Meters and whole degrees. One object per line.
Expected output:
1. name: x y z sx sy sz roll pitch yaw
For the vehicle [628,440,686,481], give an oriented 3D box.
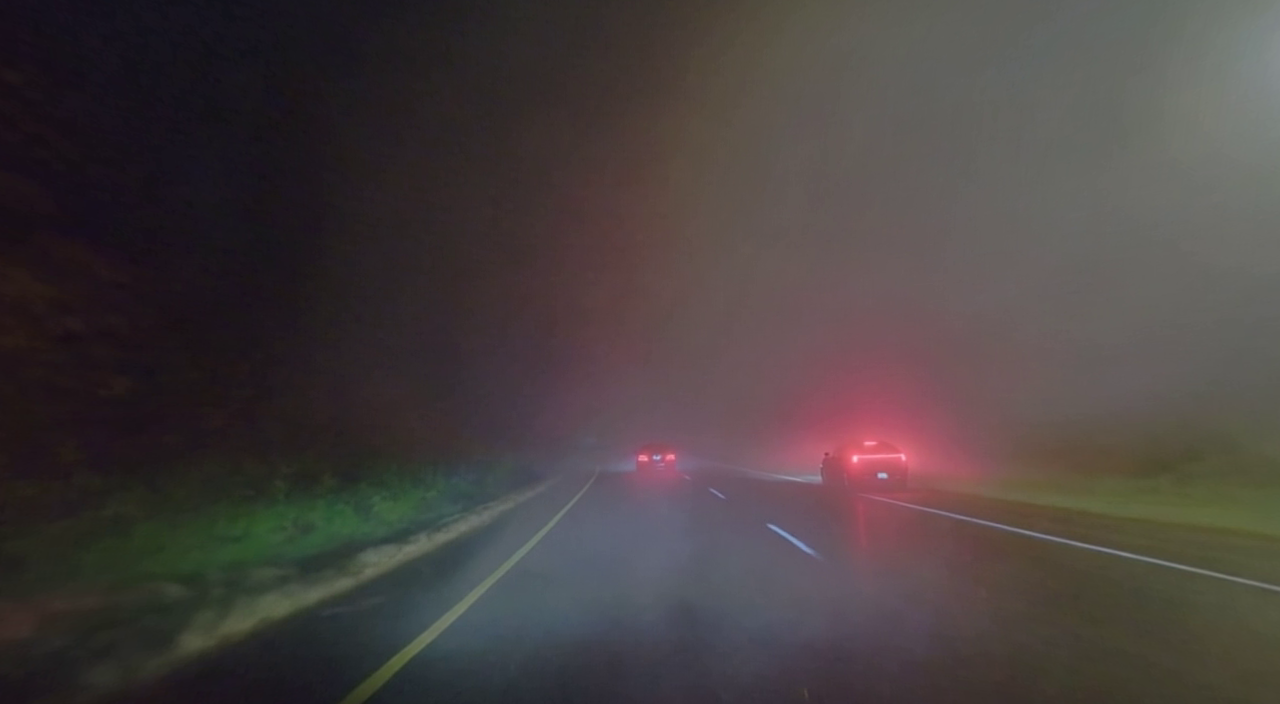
1. vehicle: 0.575 4.321 25.347 2.029 1.474 4.183 0 -9 -2
